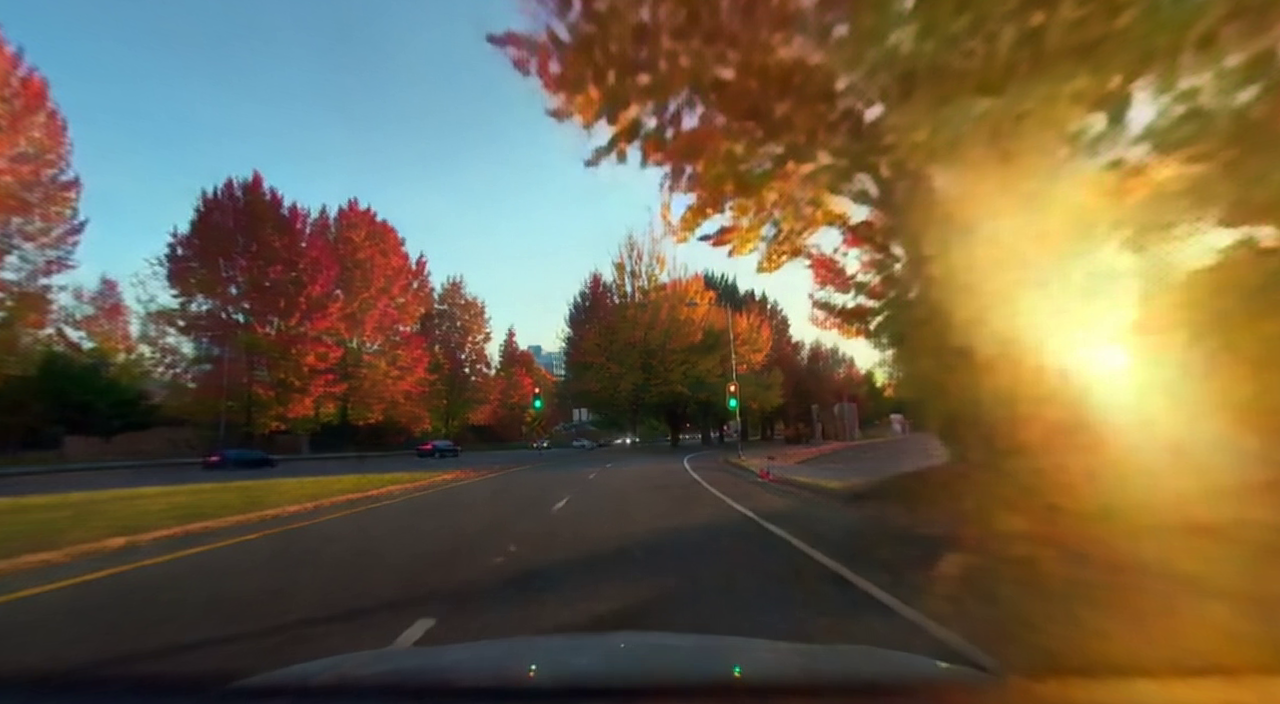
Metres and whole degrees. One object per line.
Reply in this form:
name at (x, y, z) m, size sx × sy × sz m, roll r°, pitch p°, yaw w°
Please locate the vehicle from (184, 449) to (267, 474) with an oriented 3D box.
vehicle at (-27.692, 7.294, 42.215) m, size 1.865 × 1.518 × 4.231 m, roll -3°, pitch -9°, yaw 19°
